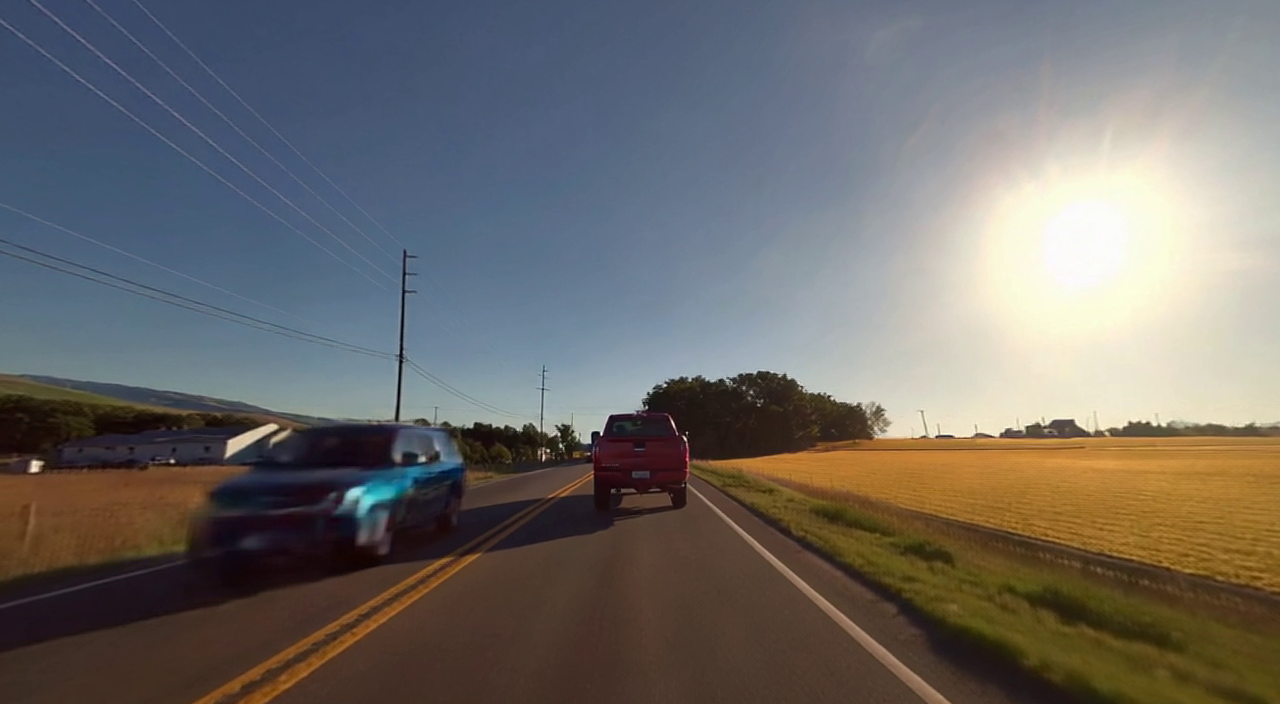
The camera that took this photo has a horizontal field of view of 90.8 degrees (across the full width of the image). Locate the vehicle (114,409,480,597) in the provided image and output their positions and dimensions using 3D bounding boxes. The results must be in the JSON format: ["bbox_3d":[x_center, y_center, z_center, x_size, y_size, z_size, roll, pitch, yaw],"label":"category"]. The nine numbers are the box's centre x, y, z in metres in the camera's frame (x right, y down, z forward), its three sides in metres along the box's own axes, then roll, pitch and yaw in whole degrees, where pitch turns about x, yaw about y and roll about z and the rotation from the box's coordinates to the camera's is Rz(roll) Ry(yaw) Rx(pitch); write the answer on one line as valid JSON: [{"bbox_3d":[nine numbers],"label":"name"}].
[{"bbox_3d":[-3.817,1.764,8.347,2.122,1.729,4.783,0,-8,0],"label":"vehicle"}]

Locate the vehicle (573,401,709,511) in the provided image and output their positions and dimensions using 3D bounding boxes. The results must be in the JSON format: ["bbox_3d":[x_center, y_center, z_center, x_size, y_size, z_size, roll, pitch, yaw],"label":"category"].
[{"bbox_3d":[-0.054,2.770,17.255,2.912,2.320,7.292,0,-8,-1],"label":"vehicle"}]
